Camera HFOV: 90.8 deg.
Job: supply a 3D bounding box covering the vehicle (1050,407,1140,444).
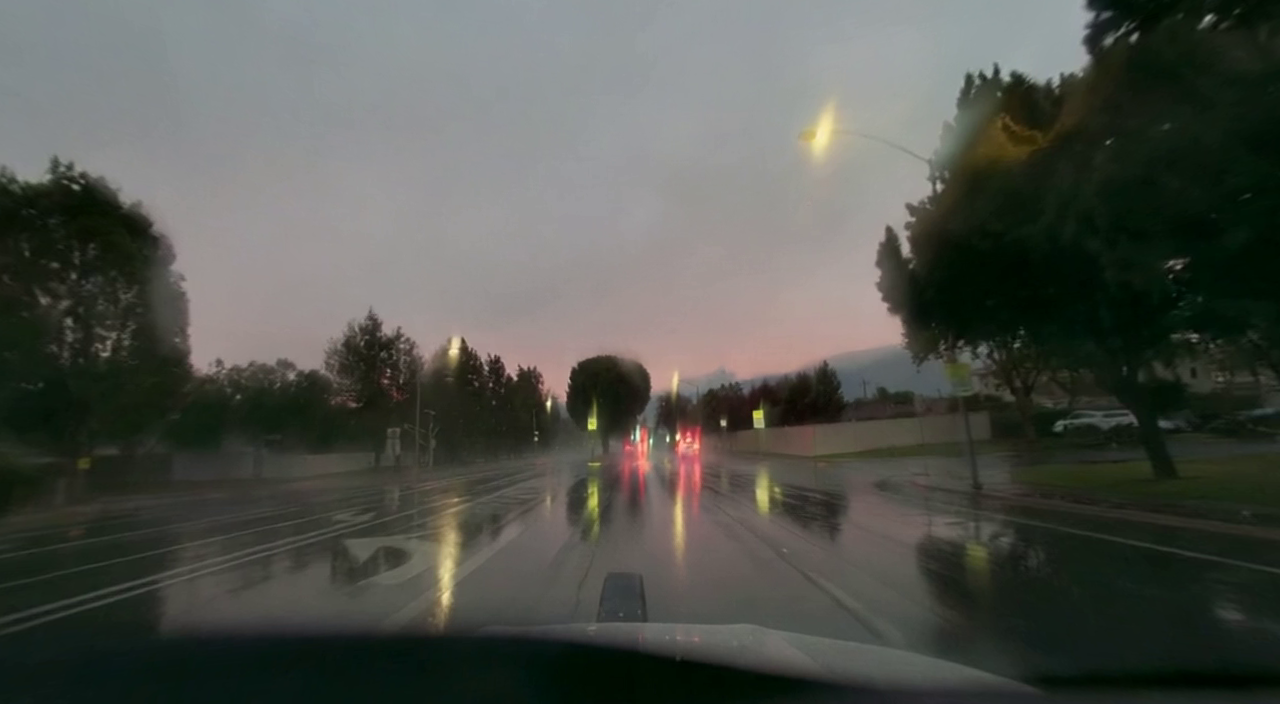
[{"bbox_3d":[31.140,4.978,43.471,2.072,2.012,5.323,-5,-2,-1],"label":"vehicle"}]
